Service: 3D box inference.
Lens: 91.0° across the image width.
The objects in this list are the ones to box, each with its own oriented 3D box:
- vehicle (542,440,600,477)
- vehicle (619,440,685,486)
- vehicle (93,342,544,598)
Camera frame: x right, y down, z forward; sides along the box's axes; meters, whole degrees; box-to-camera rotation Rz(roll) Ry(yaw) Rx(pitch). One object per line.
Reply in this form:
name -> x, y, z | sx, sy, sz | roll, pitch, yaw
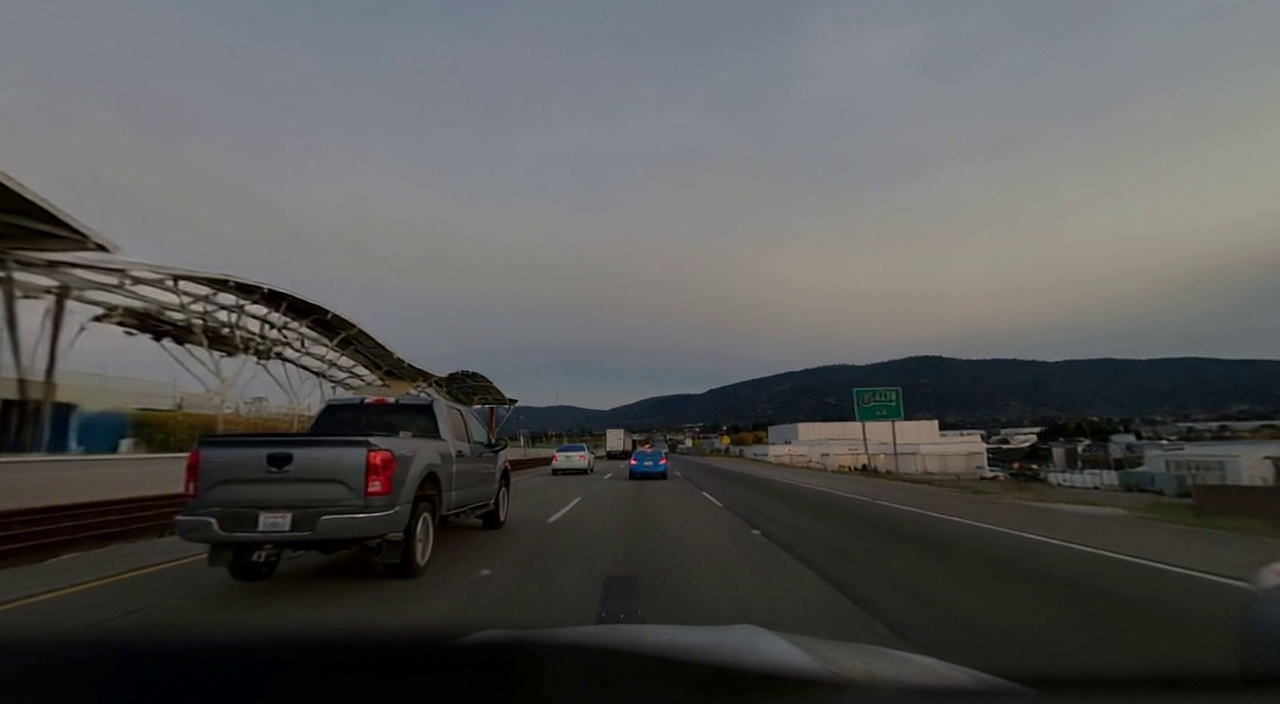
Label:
vehicle -> -3.191, 5.039, 30.042 | 2.151, 1.613, 4.786 | 0, -8, 1
vehicle -> 0.394, 3.989, 22.920 | 2.171, 1.493, 4.081 | 0, -8, 0
vehicle -> -3.327, 1.517, 8.980 | 2.733, 2.230, 6.820 | 0, -8, 1
